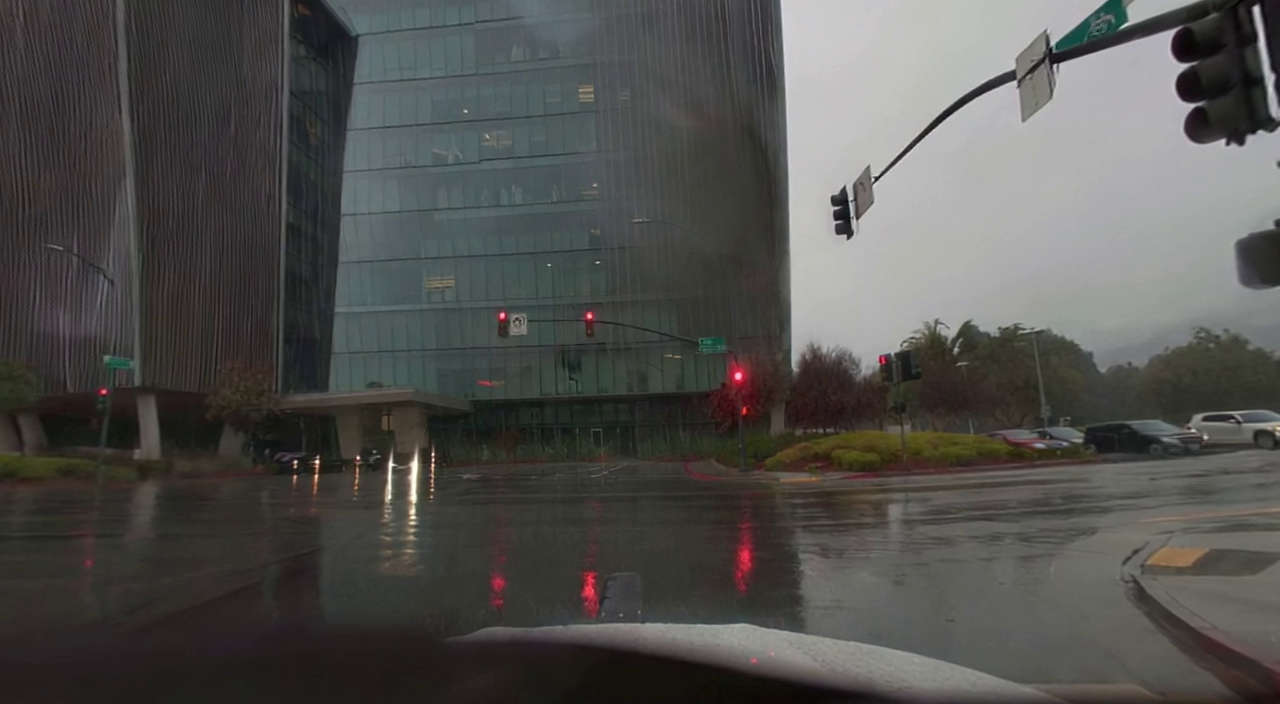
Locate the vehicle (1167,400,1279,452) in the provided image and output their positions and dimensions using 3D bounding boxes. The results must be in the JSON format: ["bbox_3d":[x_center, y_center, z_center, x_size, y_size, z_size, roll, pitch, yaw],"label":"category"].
[{"bbox_3d":[24.404,3.023,25.197,2.109,1.836,5.080,-2,-10,-1],"label":"vehicle"}]

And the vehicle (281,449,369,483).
[{"bbox_3d":[-14.808,5.347,29.898,1.790,1.437,4.349,0,-9,2],"label":"vehicle"}]

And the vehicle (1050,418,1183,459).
[{"bbox_3d":[19.066,3.526,25.504,1.834,1.480,4.458,0,-9,-1],"label":"vehicle"}]

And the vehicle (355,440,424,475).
[{"bbox_3d":[-14.888,6.298,37.729,2.091,1.915,5.040,0,-9,-1],"label":"vehicle"}]

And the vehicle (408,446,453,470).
[{"bbox_3d":[-15.157,7.669,45.750,1.932,1.605,4.146,1,-9,-2],"label":"vehicle"}]
